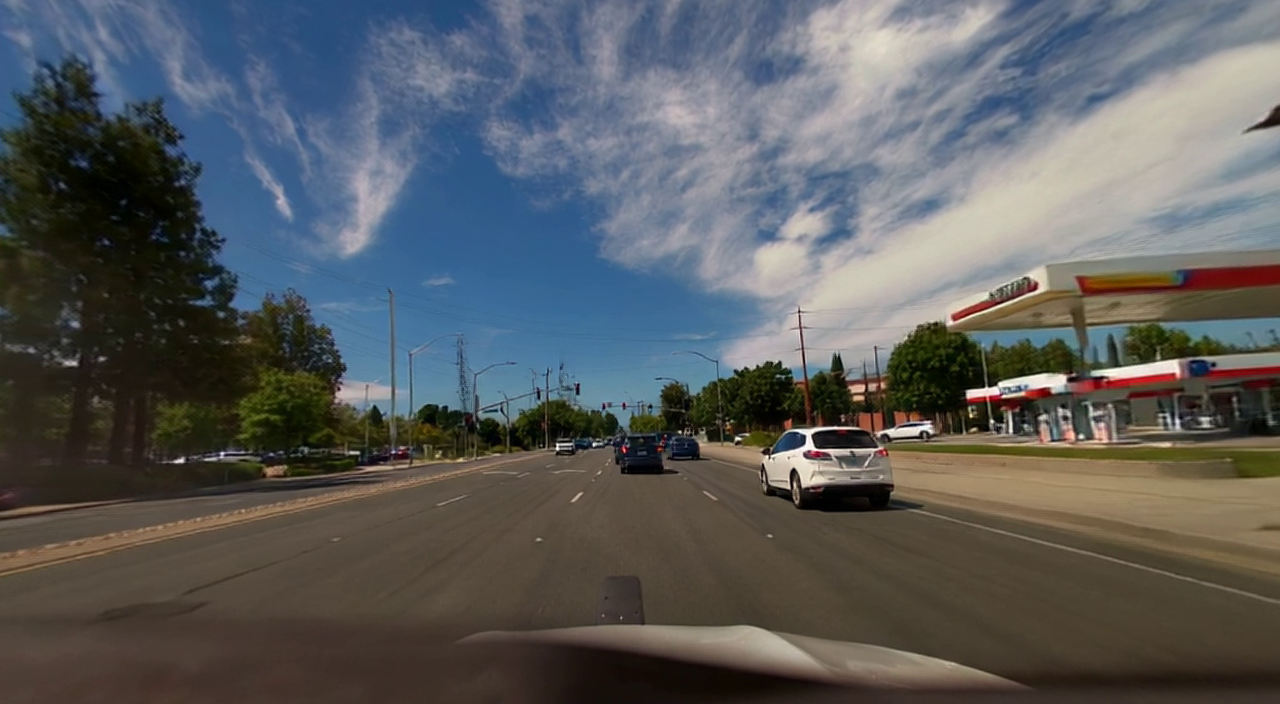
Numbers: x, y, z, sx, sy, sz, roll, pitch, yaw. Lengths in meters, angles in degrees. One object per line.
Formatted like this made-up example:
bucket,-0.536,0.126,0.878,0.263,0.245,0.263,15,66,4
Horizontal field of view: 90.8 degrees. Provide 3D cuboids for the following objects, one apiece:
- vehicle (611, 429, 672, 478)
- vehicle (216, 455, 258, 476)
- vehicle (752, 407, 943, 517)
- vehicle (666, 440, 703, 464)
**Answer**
vehicle,-0.009,3.898,24.428,2.164,1.718,3.881,0,-8,-2
vehicle,-30.785,8.587,48.141,1.948,1.452,4.370,7,-11,-41
vehicle,3.868,2.182,12.975,2.116,1.791,5.006,0,-8,-1
vehicle,2.589,5.909,37.603,1.822,1.331,3.583,0,-8,-3
